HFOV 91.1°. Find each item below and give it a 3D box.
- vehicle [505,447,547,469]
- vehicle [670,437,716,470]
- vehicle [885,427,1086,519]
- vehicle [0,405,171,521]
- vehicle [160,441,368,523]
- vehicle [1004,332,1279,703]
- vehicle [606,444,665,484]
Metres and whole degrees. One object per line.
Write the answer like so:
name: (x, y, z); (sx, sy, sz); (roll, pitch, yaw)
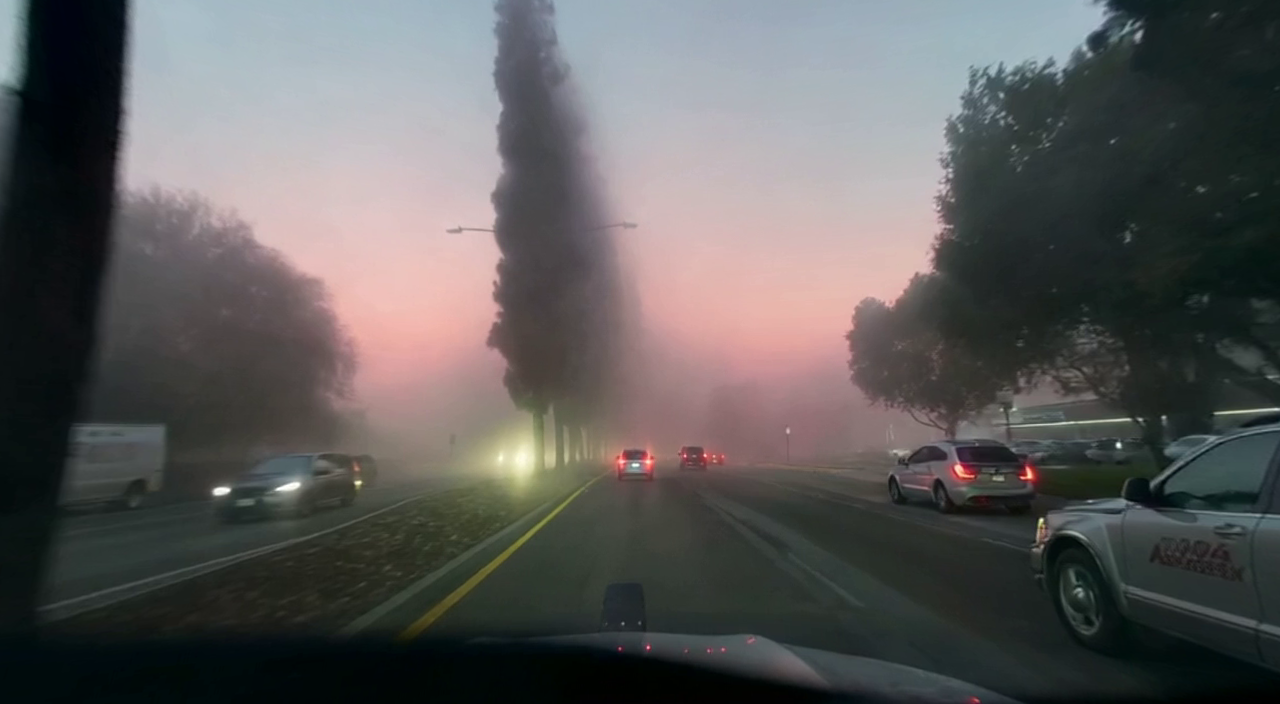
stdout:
vehicle: (-8.498, 7.918, 47.099); (2.082, 1.588, 4.710); (0, -9, 2)
vehicle: (3.648, 7.192, 44.613); (2.716, 2.131, 5.766); (0, -8, 0)
vehicle: (7.558, 2.672, 14.391); (2.090, 1.768, 4.407); (0, -8, 0)
vehicle: (-16.072, 2.900, 16.694); (2.450, 2.674, 5.904); (0, -8, 1)
vehicle: (-8.846, 3.055, 15.404); (2.253, 1.699, 4.438); (0, -9, 1)
vehicle: (3.597, 0.741, 2.033); (2.090, 1.763, 4.560); (0, -8, 0)
vehicle: (-0.183, 4.749, 26.937); (2.315, 1.563, 4.080); (0, -8, 0)
